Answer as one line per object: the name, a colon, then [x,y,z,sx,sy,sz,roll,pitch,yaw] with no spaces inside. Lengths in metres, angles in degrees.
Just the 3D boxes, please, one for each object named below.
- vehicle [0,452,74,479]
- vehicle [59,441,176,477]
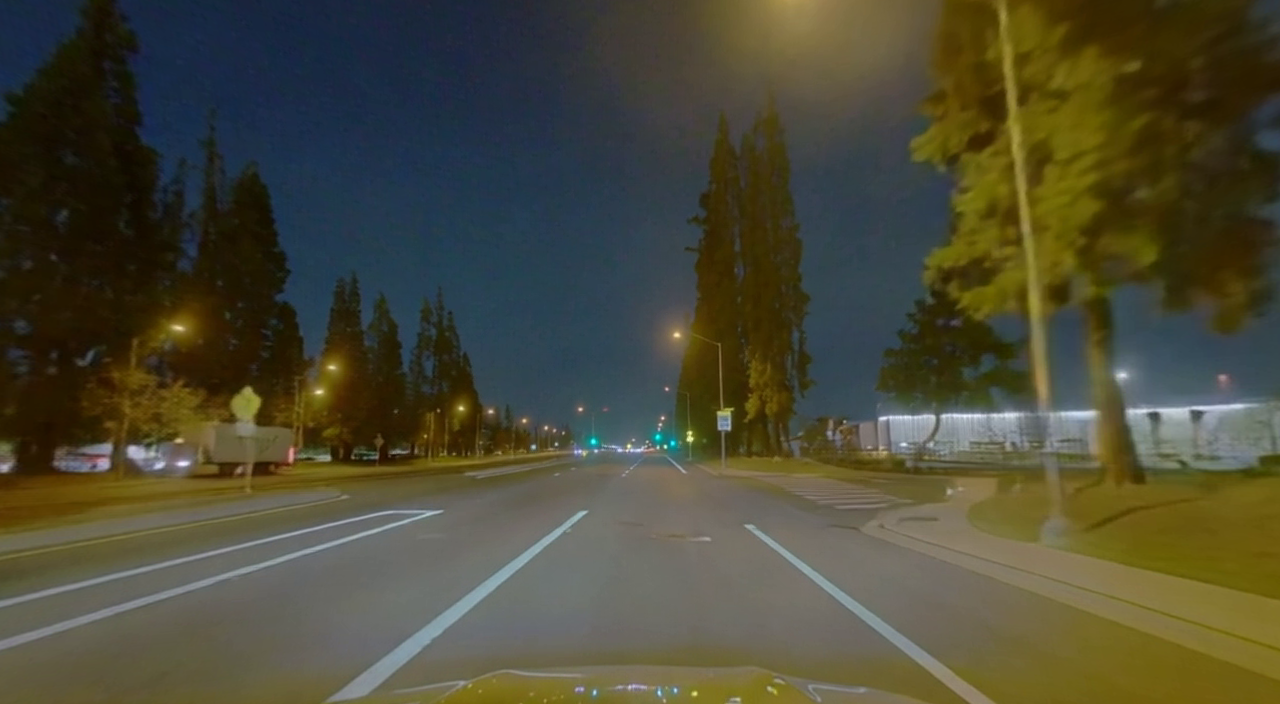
vehicle: [-35.157,6.475,36.095,3.726,1.479,1.832,-1,-8,4]
vehicle: [-34.293,7.016,41.520,5.521,2.214,2.704,-1,-8,7]
